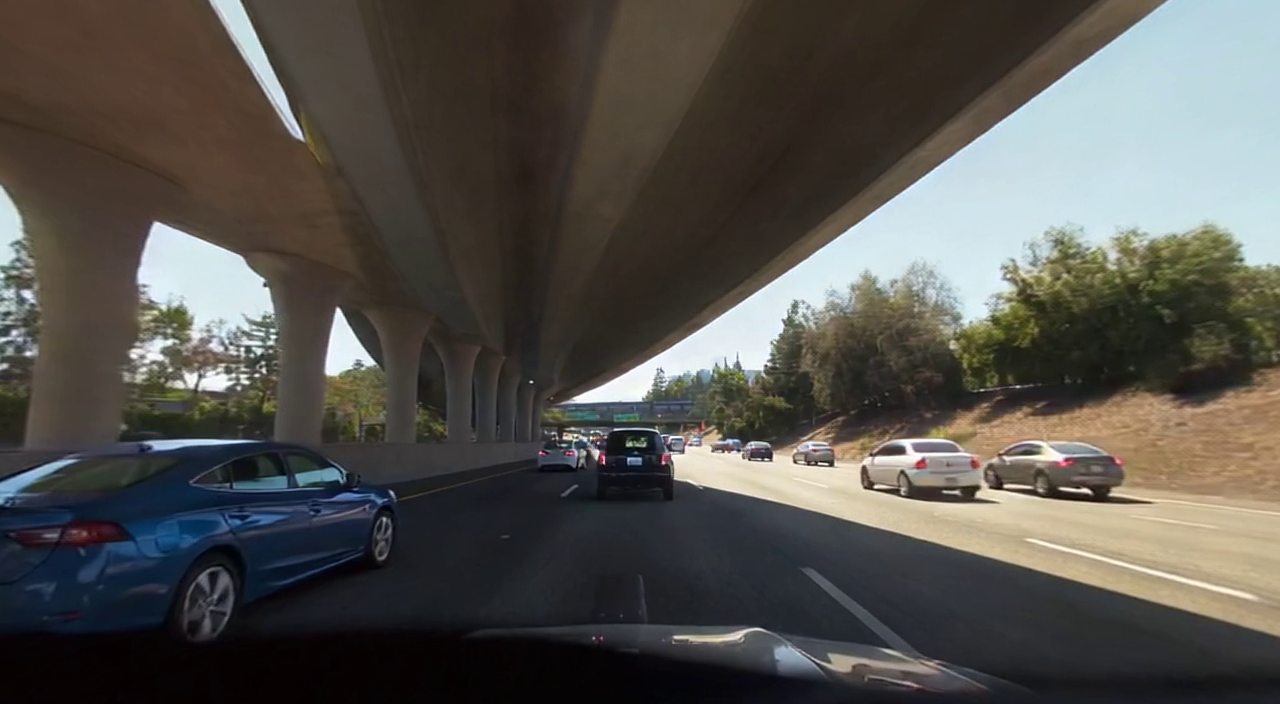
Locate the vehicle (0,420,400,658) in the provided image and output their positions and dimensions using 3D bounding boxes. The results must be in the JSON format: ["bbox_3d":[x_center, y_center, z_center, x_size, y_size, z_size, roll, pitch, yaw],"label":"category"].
[{"bbox_3d":[-4.226,1.513,6.233,1.974,1.478,4.412,0,-9,0],"label":"vehicle"}]

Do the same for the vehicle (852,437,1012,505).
[{"bbox_3d":[7.429,3.072,16.684,2.049,1.521,4.604,0,-9,0],"label":"vehicle"}]

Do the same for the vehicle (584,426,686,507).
[{"bbox_3d":[-0.084,2.772,15.613,2.181,1.697,4.021,0,-9,1],"label":"vehicle"}]

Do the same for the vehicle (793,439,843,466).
[{"bbox_3d":[11.613,6.603,41.453,1.992,1.625,4.359,1,-9,-1],"label":"vehicle"}]

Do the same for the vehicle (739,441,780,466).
[{"bbox_3d":[7.560,6.468,40.299,1.880,1.526,3.641,1,-9,0],"label":"vehicle"}]

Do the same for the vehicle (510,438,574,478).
[{"bbox_3d":[-4.009,4.429,26.441,1.947,1.516,4.295,0,-9,1],"label":"vehicle"}]

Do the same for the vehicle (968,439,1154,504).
[{"bbox_3d":[11.082,3.155,17.074,2.008,1.516,4.385,0,-9,0],"label":"vehicle"}]
